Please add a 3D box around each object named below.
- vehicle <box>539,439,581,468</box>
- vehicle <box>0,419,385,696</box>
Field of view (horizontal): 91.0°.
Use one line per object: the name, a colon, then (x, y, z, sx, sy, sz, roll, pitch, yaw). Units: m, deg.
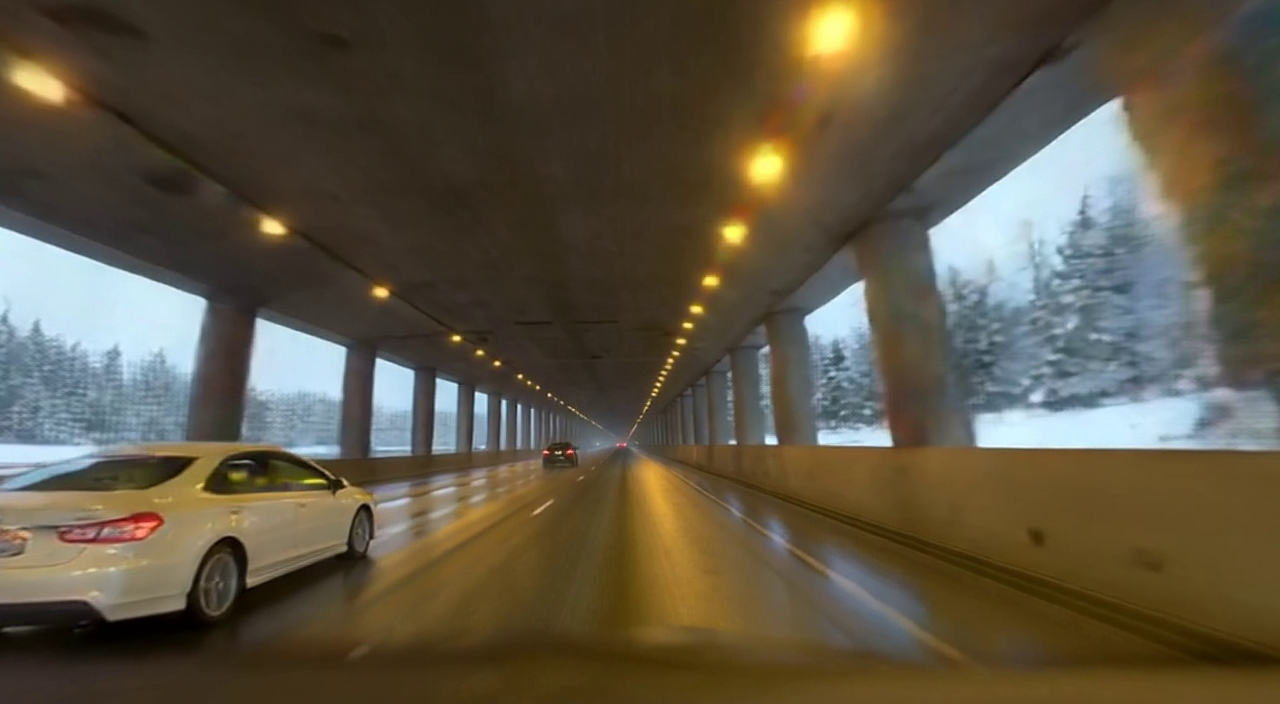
vehicle: (-4.503, 5.750, 35.900, 1.973, 1.474, 4.199, 0, -8, -1)
vehicle: (-4.046, 1.379, 5.449, 1.885, 1.424, 4.230, -1, -8, 0)
